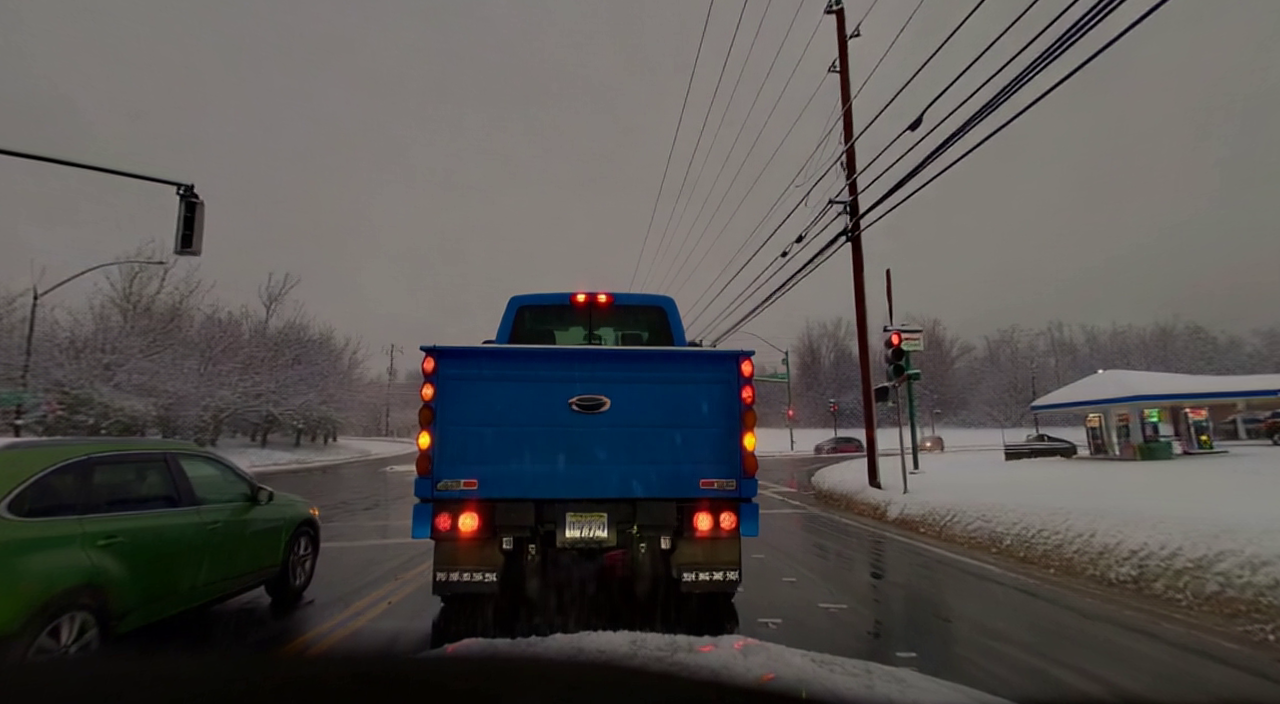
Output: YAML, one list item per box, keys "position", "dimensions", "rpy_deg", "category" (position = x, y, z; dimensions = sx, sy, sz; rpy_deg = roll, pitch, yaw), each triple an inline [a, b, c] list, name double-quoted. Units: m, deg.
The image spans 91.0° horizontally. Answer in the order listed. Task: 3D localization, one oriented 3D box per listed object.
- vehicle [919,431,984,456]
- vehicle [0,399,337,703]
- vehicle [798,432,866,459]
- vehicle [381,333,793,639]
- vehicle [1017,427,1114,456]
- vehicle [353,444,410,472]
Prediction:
- position: [22.541, 6.627, 45.513]
  dimensions: [5.021, 1.757, 2.012]
  rpy_deg: [6, -11, -36]
  category: "vehicle"
- position: [-3.956, 1.188, 3.974]
  dimensions: [2.017, 1.555, 4.150]
  rpy_deg: [-1, -9, 0]
  category: "vehicle"
- position: [13.466, 6.552, 44.046]
  dimensions: [4.975, 1.799, 2.117]
  rpy_deg: [7, -11, -40]
  category: "vehicle"
- position: [-0.419, 1.322, 7.201]
  dimensions: [2.859, 2.144, 5.406]
  rpy_deg: [0, -9, -1]
  category: "vehicle"
- position: [25.574, 5.392, 37.916]
  dimensions: [4.419, 1.496, 1.854]
  rpy_deg: [-2, -9, 1]
  category: "vehicle"
- position: [-17.106, 7.015, 41.909]
  dimensions: [2.133, 1.690, 4.331]
  rpy_deg: [0, -9, -3]
  category: "vehicle"
